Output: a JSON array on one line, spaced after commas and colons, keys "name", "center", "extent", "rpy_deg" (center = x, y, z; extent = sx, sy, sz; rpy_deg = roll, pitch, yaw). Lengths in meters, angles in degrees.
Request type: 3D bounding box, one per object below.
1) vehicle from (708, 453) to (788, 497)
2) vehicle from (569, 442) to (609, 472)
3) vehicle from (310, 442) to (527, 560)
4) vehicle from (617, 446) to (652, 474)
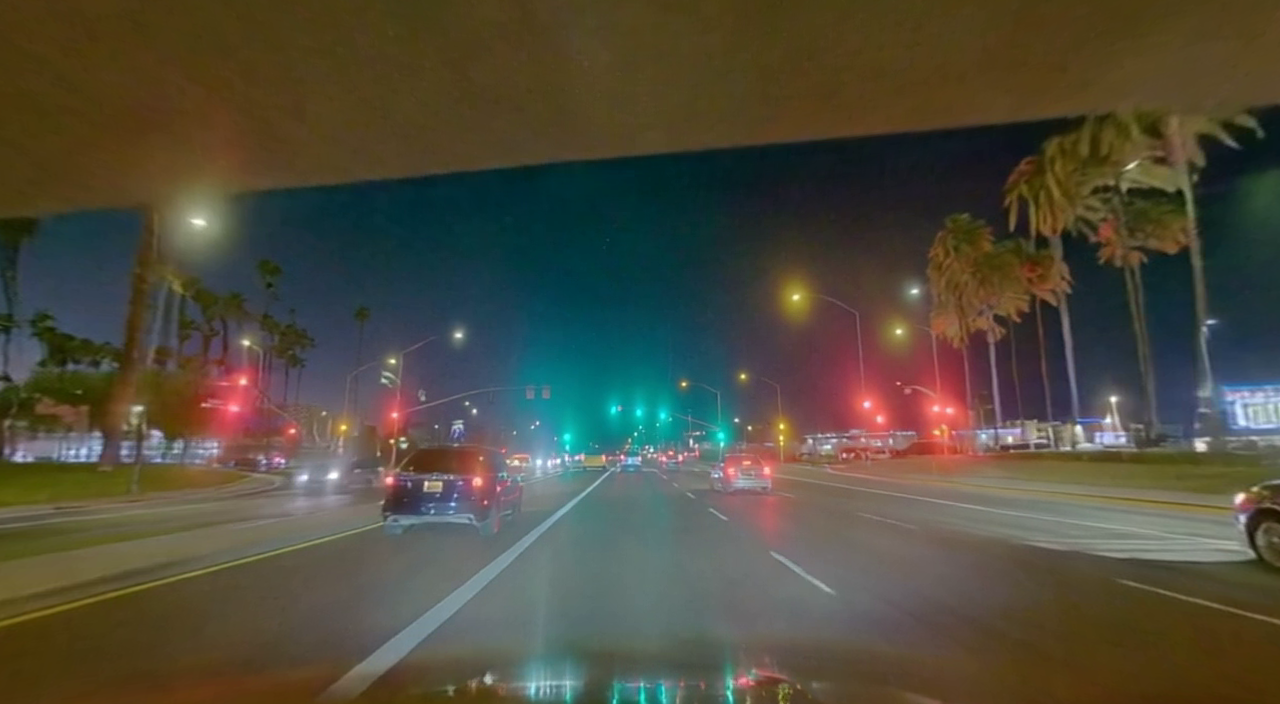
[{"name": "vehicle", "center": [3.831, 4.445, 23.095], "extent": [2.156, 1.404, 4.120], "rpy_deg": [0, -9, -1]}, {"name": "vehicle", "center": [-3.641, 7.644, 45.976], "extent": [2.485, 2.012, 5.498], "rpy_deg": [0, -9, 0]}, {"name": "vehicle", "center": [-3.229, 2.231, 10.186], "extent": [2.111, 1.506, 4.018], "rpy_deg": [0, -9, -1]}, {"name": "vehicle", "center": [-0.375, 7.131, 41.710], "extent": [2.172, 1.694, 4.055], "rpy_deg": [0, -9, 0]}]
